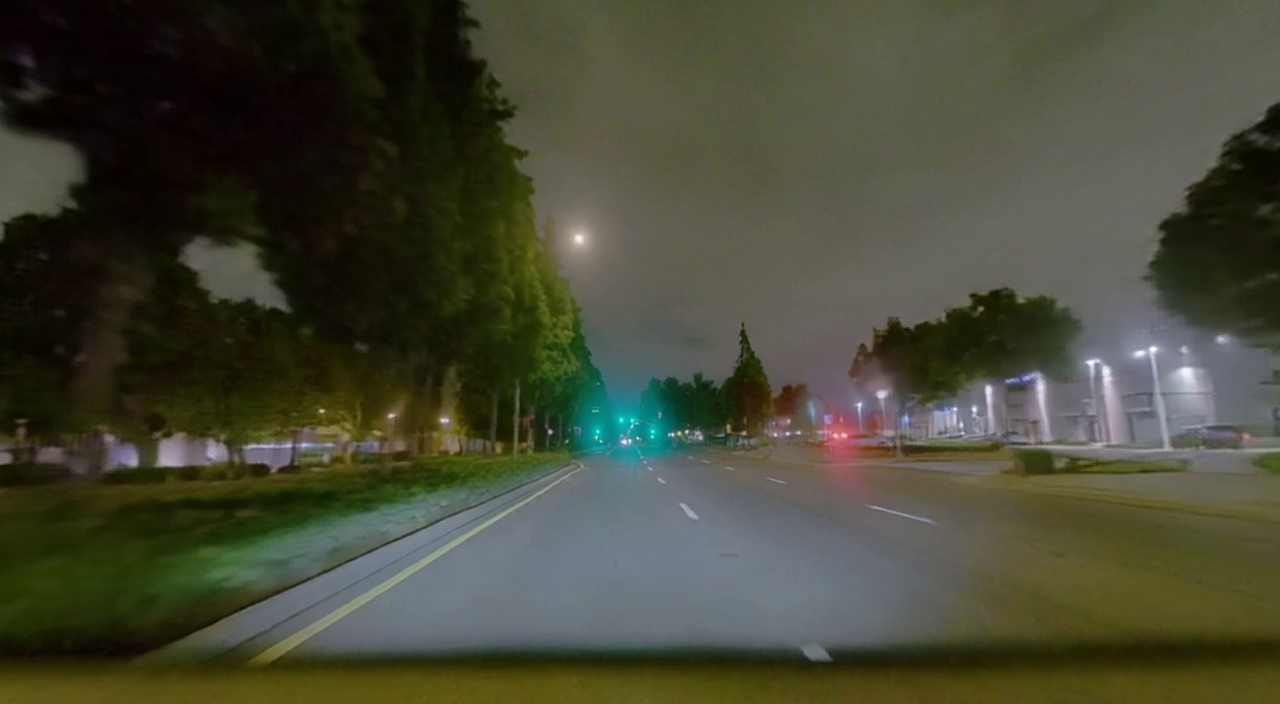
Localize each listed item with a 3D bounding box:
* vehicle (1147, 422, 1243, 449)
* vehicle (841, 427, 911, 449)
[{"bbox_3d":[34.986,5.322,40.017,1.886,1.548,4.605,0,-9,-1],"label":"vehicle"},{"bbox_3d":[18.500,6.756,49.692,4.688,1.658,1.950,0,-8,-2],"label":"vehicle"}]
